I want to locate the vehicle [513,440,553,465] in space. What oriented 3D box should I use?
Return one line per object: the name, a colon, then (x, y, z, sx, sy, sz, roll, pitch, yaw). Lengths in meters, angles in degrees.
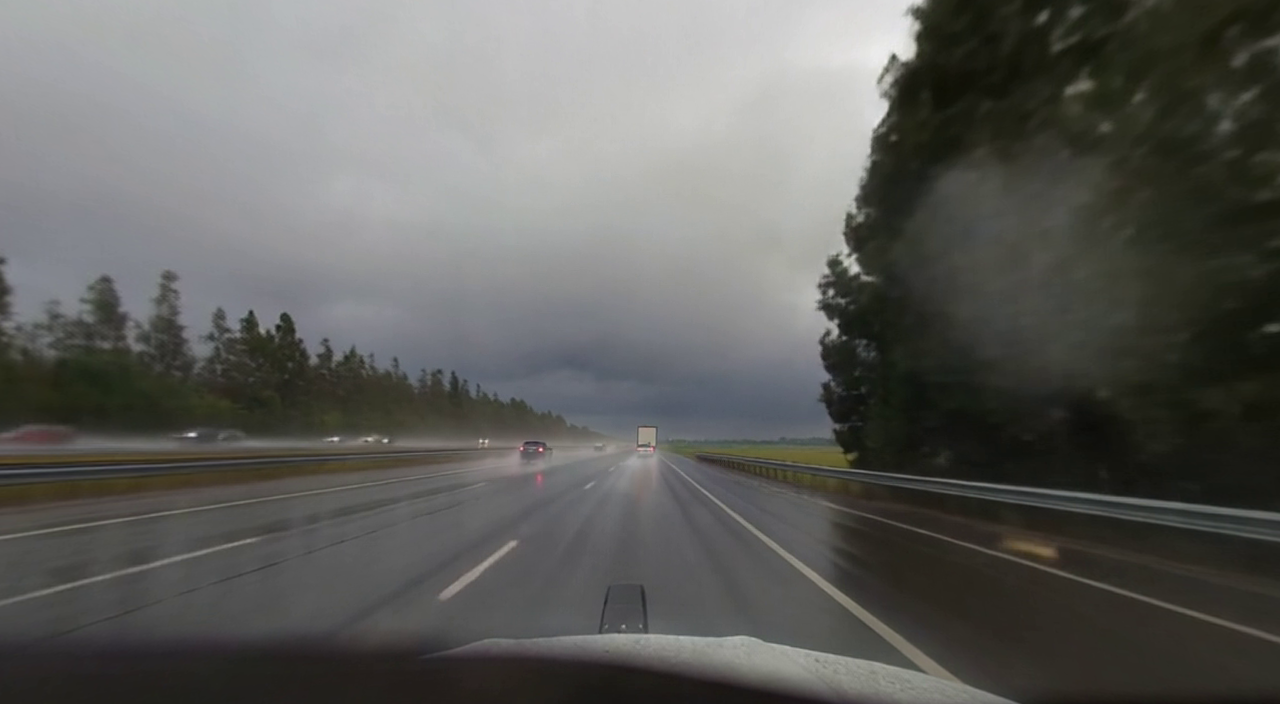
vehicle: (-7.214, 6.840, 42.870, 1.972, 1.603, 3.891, 0, -8, 1)
